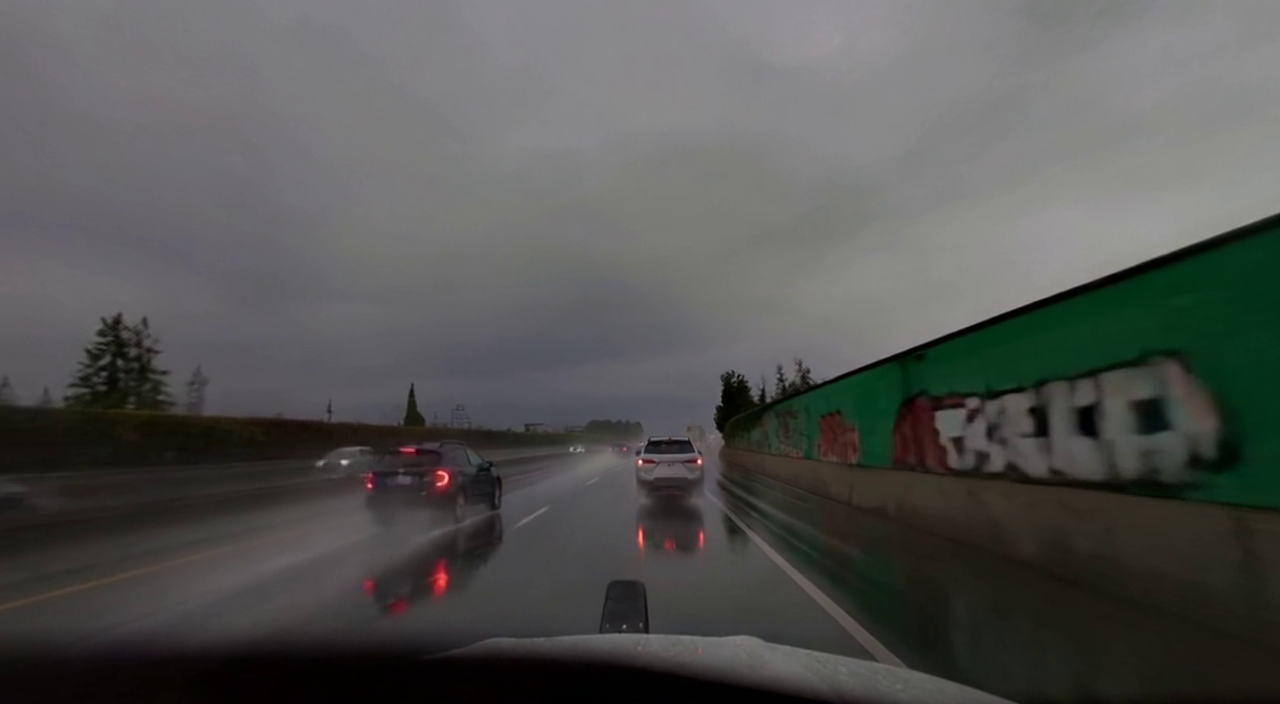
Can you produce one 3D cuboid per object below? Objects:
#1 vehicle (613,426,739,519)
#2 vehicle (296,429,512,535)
[{"bbox_3d":[0.620,2.280,12.416,2.077,1.533,3.854,0,-8,1],"label":"vehicle"},{"bbox_3d":[-3.762,2.129,11.014,2.059,1.471,4.152,0,-8,2],"label":"vehicle"}]
